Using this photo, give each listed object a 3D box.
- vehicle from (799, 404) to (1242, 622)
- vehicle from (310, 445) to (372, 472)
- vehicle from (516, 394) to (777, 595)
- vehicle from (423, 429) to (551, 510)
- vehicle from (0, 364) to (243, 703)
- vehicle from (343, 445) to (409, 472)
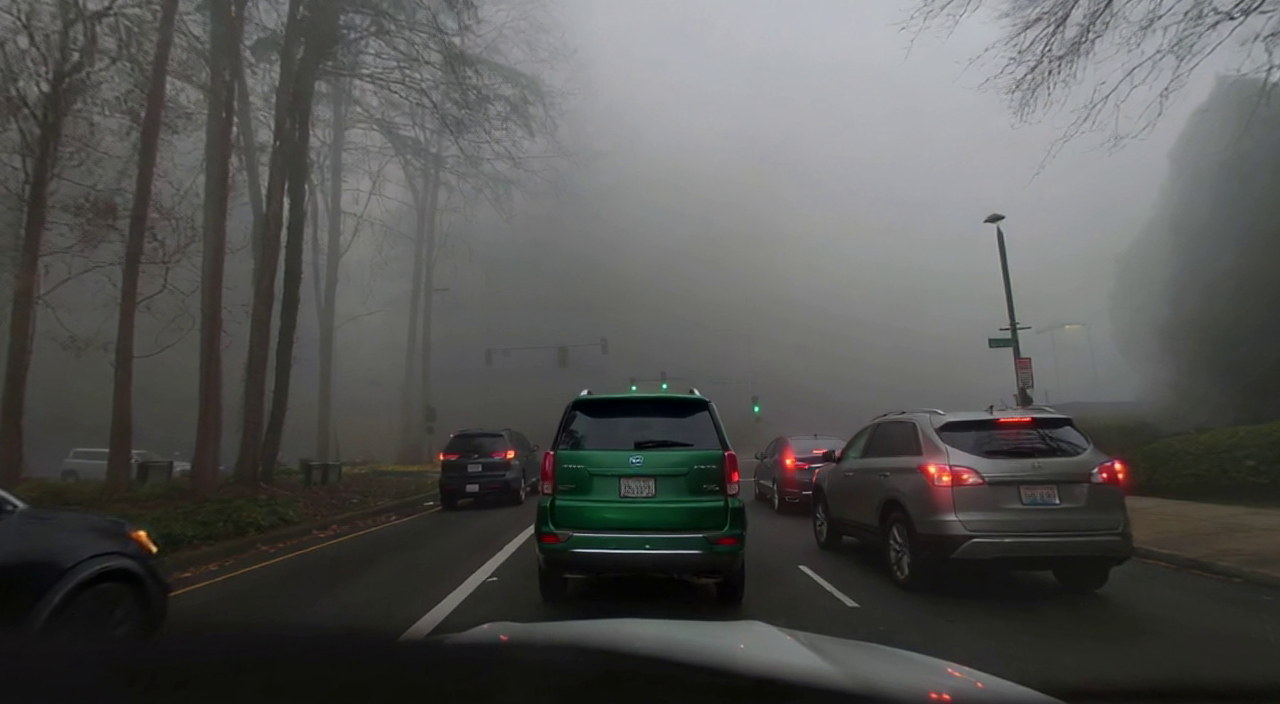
[{"bbox_3d":[3.470,1.554,7.058,2.202,1.657,4.298,0,-9,-1],"label":"vehicle"},{"bbox_3d":[-22.151,7.895,47.087,1.993,1.844,5.316,0,-9,0],"label":"vehicle"},{"bbox_3d":[0.028,1.547,7.595,2.294,1.761,3.857,0,-9,-1],"label":"vehicle"},{"bbox_3d":[-3.424,2.716,14.992,1.961,1.639,4.064,0,-9,1],"label":"vehicle"},{"bbox_3d":[-3.408,0.720,1.451,2.065,1.603,4.459,0,-9,0],"label":"vehicle"},{"bbox_3d":[-18.073,7.296,43.563,2.211,1.694,5.157,0,-9,1],"label":"vehicle"}]
